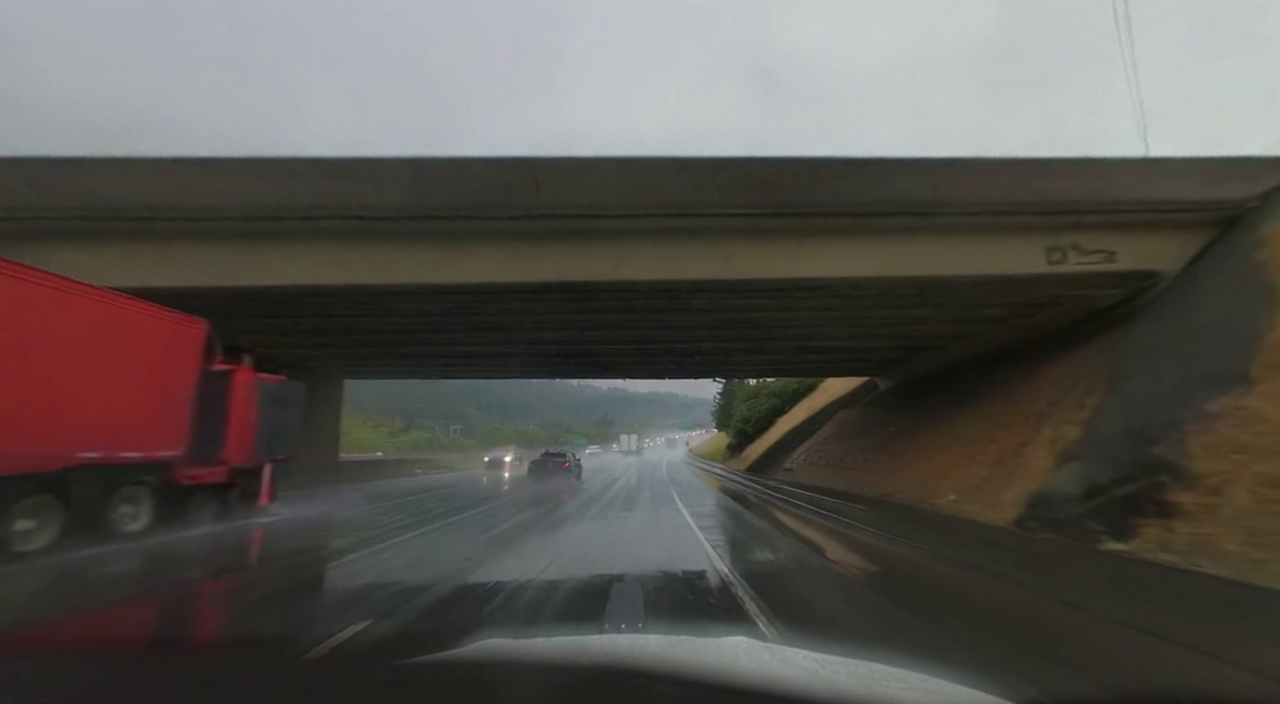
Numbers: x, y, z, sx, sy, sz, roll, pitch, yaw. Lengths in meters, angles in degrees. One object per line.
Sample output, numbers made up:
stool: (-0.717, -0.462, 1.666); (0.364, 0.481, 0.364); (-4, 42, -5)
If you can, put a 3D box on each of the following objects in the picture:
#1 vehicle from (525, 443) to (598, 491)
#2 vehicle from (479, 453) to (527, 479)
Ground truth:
vehicle: (-2.873, 4.347, 24.028); (2.194, 1.648, 3.984); (-1, -9, 1)
vehicle: (-8.552, 7.133, 39.694); (1.918, 1.483, 4.090); (-1, -9, 2)
